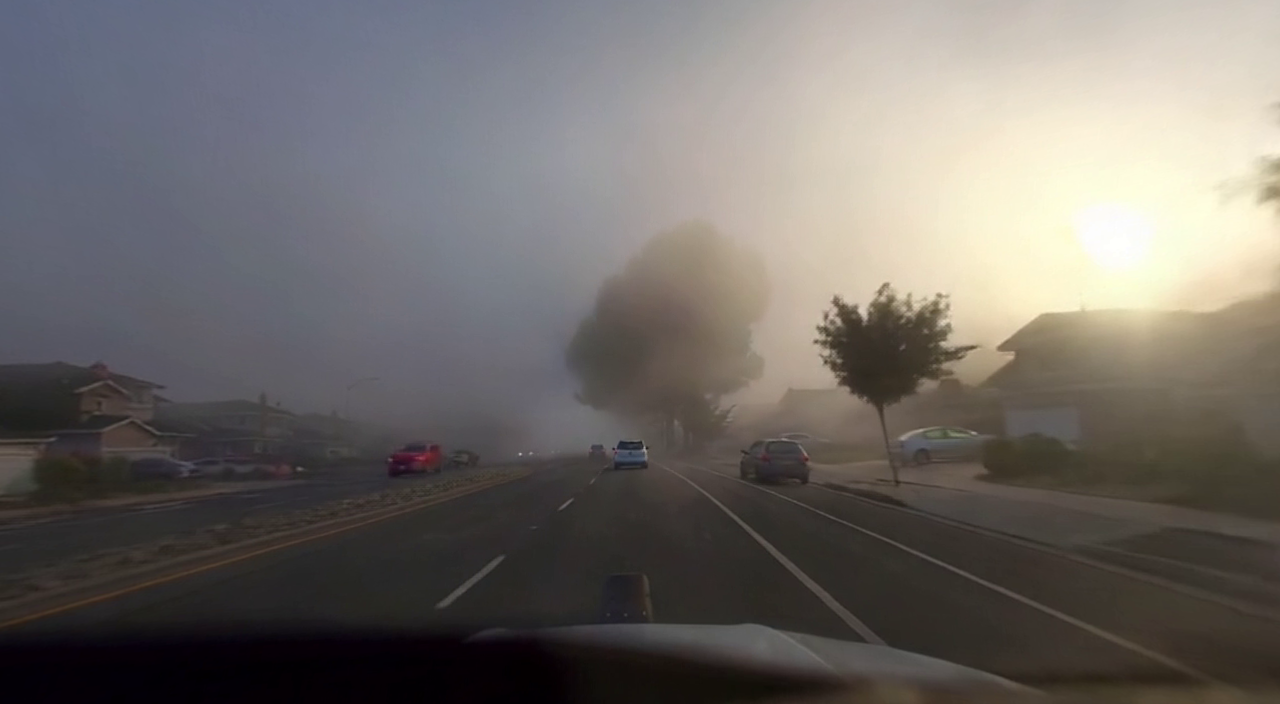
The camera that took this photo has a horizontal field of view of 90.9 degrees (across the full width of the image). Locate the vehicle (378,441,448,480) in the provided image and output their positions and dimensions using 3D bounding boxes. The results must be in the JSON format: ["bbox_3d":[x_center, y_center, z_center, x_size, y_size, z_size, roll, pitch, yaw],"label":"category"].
[{"bbox_3d":[-11.487,5.483,32.235,1.948,1.725,4.443,-3,-8,0],"label":"vehicle"}]

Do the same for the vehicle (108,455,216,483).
[{"bbox_3d":[-27.414,6.702,36.247,4.644,1.541,1.873,0,-8,-2],"label":"vehicle"}]

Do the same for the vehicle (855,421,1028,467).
[{"bbox_3d":[11.607,3.596,24.571,5.538,1.703,2.286,0,-9,0],"label":"vehicle"}]

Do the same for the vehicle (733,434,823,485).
[{"bbox_3d":[4.522,3.600,21.414,2.020,1.518,4.255,0,-8,-1],"label":"vehicle"}]

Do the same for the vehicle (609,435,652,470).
[{"bbox_3d":[-0.484,5.108,32.132,2.024,1.655,4.301,0,-8,-1],"label":"vehicle"}]
